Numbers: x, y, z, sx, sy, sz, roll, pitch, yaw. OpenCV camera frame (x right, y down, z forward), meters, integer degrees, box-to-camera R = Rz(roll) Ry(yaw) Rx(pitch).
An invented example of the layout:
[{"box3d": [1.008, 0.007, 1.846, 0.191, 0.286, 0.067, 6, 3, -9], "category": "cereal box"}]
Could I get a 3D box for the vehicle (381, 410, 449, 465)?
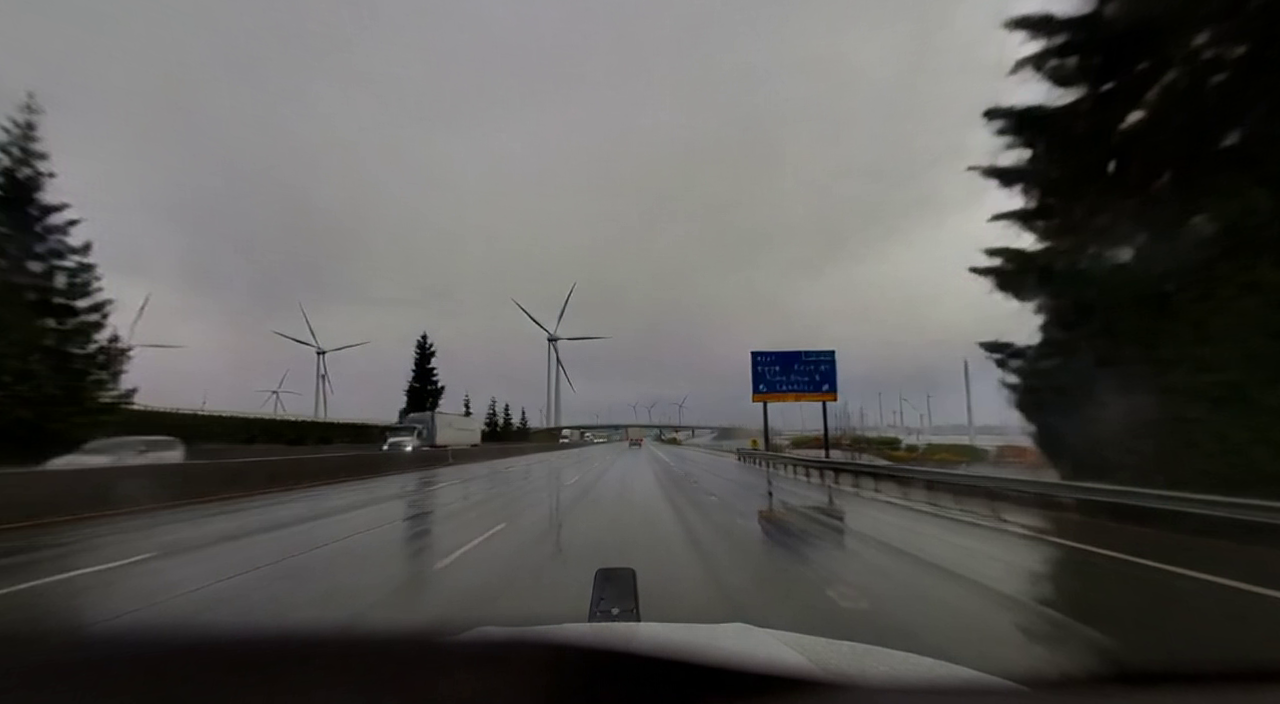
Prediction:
[{"box3d": [-17.195, 6.614, 48.561, 3.021, 3.900, 5.847, 0, -8, -1], "category": "vehicle"}]
